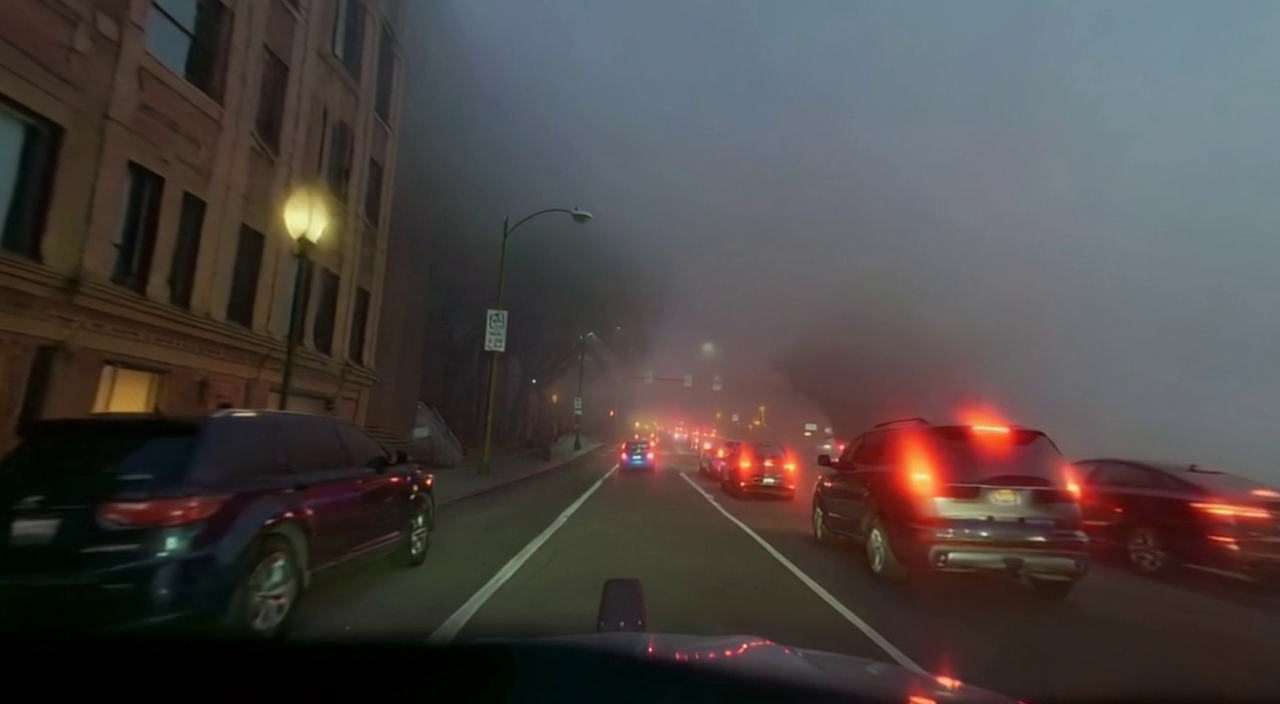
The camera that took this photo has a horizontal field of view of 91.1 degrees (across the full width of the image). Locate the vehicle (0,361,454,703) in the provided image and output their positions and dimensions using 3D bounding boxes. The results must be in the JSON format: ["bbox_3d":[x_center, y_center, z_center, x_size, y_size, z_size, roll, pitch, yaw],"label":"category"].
[{"bbox_3d":[-3.307,1.227,5.191,2.128,1.725,4.471,0,-8,0],"label":"vehicle"}]

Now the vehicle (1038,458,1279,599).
[{"bbox_3d":[8.769,2.616,10.167,1.893,1.663,4.257,0,-8,1],"label":"vehicle"}]

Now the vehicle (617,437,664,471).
[{"bbox_3d":[0.047,4.630,28.695,2.007,1.460,3.923,0,-8,1],"label":"vehicle"}]

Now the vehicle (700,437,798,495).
[{"bbox_3d":[3.004,3.244,18.315,1.966,1.475,4.528,0,-8,-1],"label":"vehicle"}]

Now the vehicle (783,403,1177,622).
[{"bbox_3d":[3.204,1.594,7.288,2.002,1.707,4.547,0,-8,0],"label":"vehicle"}]
